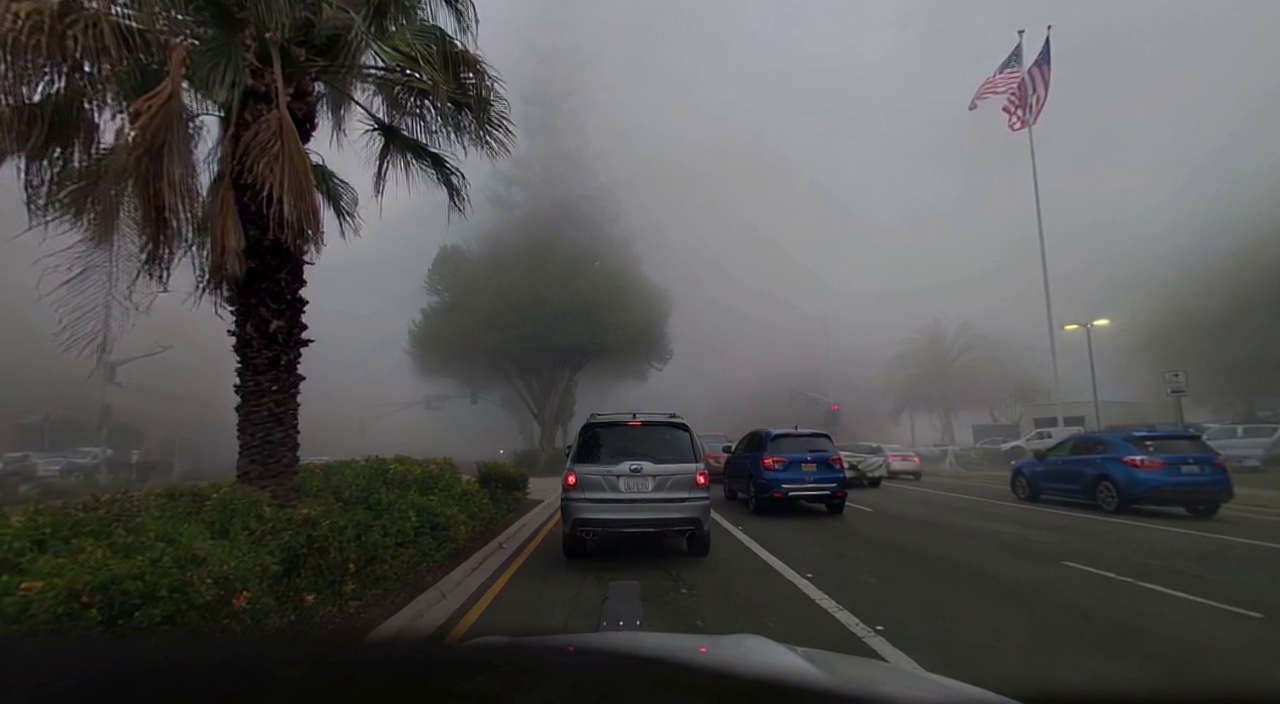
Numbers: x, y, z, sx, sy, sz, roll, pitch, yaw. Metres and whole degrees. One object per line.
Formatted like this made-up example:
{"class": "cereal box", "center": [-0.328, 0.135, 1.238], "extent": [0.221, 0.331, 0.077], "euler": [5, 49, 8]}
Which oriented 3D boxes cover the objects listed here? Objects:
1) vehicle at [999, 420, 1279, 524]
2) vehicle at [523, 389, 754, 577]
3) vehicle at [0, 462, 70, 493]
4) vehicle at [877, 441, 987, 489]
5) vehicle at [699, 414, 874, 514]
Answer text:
{"class": "vehicle", "center": [9.948, 2.411, 13.240], "extent": [2.155, 1.779, 4.582], "euler": [0, -9, 0]}
{"class": "vehicle", "center": [-0.126, 1.692, 8.919], "extent": [2.402, 1.938, 4.535], "euler": [0, -9, -3]}
{"class": "vehicle", "center": [-45.805, 9.061, 45.749], "extent": [6.410, 2.078, 2.584], "euler": [0, -9, 0]}
{"class": "vehicle", "center": [10.165, 3.942, 22.379], "extent": [1.855, 1.495, 4.143], "euler": [0, -9, -1]}
{"class": "vehicle", "center": [3.258, 2.732, 15.958], "extent": [2.773, 2.021, 6.212], "euler": [0, -9, -2]}
